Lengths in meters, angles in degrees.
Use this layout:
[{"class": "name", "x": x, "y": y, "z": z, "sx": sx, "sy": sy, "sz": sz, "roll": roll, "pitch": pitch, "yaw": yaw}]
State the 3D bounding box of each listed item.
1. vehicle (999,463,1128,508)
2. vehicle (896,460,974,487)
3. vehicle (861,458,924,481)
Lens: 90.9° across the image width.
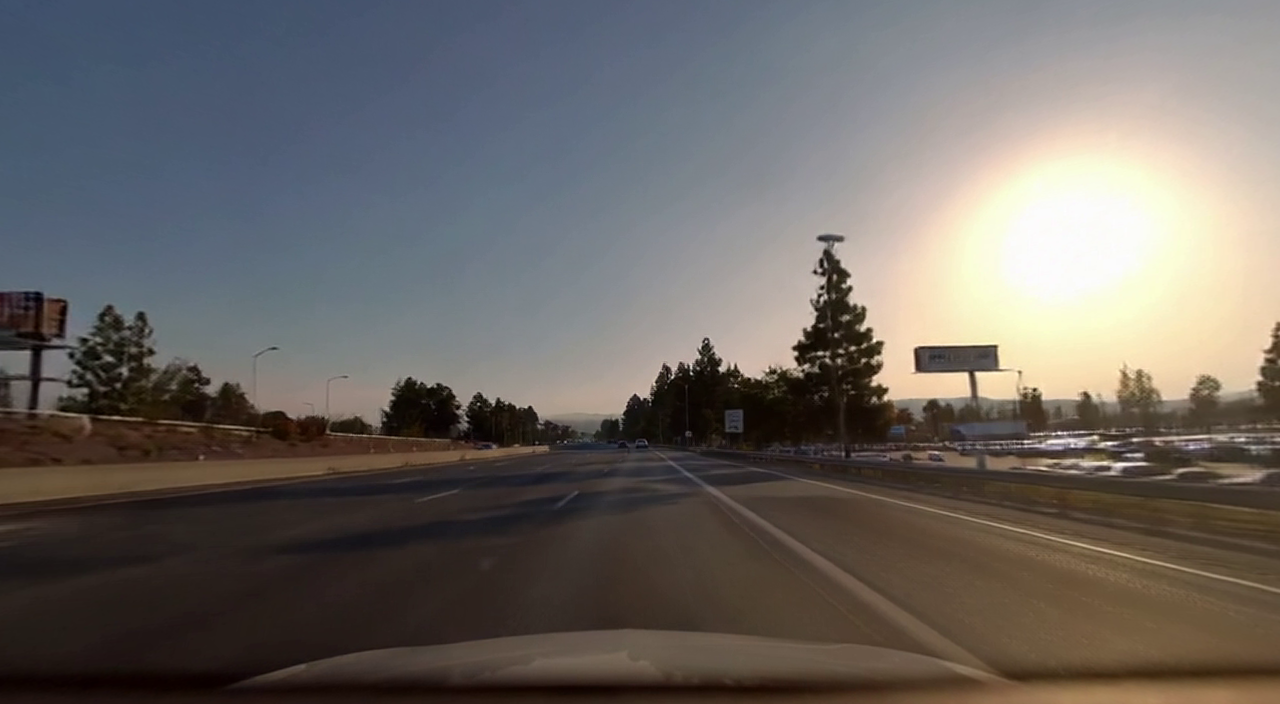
[{"class": "vehicle", "x": 16.136, "y": 5.078, "z": 24.168, "sx": 3.645, "sy": 1.402, "sz": 1.625, "roll": -3, "pitch": -7, "yaw": 3}, {"class": "vehicle", "x": 16.233, "y": 6.690, "z": 34.820, "sx": 3.458, "sy": 1.378, "sz": 1.600, "roll": -1, "pitch": -9, "yaw": 3}, {"class": "vehicle", "x": 16.082, "y": 7.488, "z": 40.264, "sx": 3.323, "sy": 1.358, "sz": 1.599, "roll": 0, "pitch": -8, "yaw": -3}]
